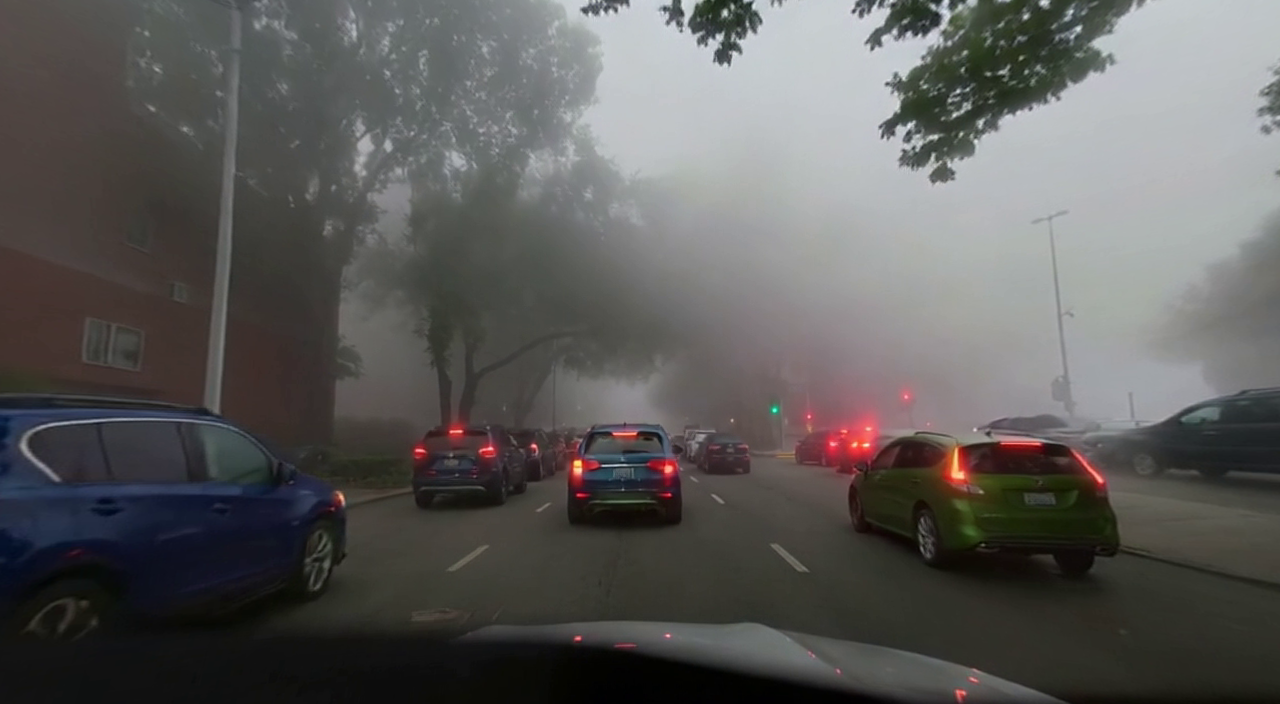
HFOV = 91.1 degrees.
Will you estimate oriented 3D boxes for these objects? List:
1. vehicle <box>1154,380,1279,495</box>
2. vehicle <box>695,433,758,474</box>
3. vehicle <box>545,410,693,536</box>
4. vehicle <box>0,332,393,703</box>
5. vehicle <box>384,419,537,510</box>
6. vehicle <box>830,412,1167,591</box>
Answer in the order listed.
[{"bbox_3d":[12.498,1.506,11.085,4.991,1.978,2.090,-8,-11,43],"label":"vehicle"},{"bbox_3d":[3.349,4.017,25.066,1.948,1.475,4.093,0,-8,0],"label":"vehicle"},{"bbox_3d":[-0.241,1.945,10.677,2.022,1.700,4.084,0,-8,1],"label":"vehicle"},{"bbox_3d":[-3.440,0.991,3.796,2.047,1.710,4.314,0,-8,1],"label":"vehicle"},{"bbox_3d":[-3.728,2.420,13.969,2.012,1.701,4.316,0,-8,1],"label":"vehicle"},{"bbox_3d":[3.738,1.595,7.523,1.847,1.554,3.885,0,-8,3],"label":"vehicle"}]
